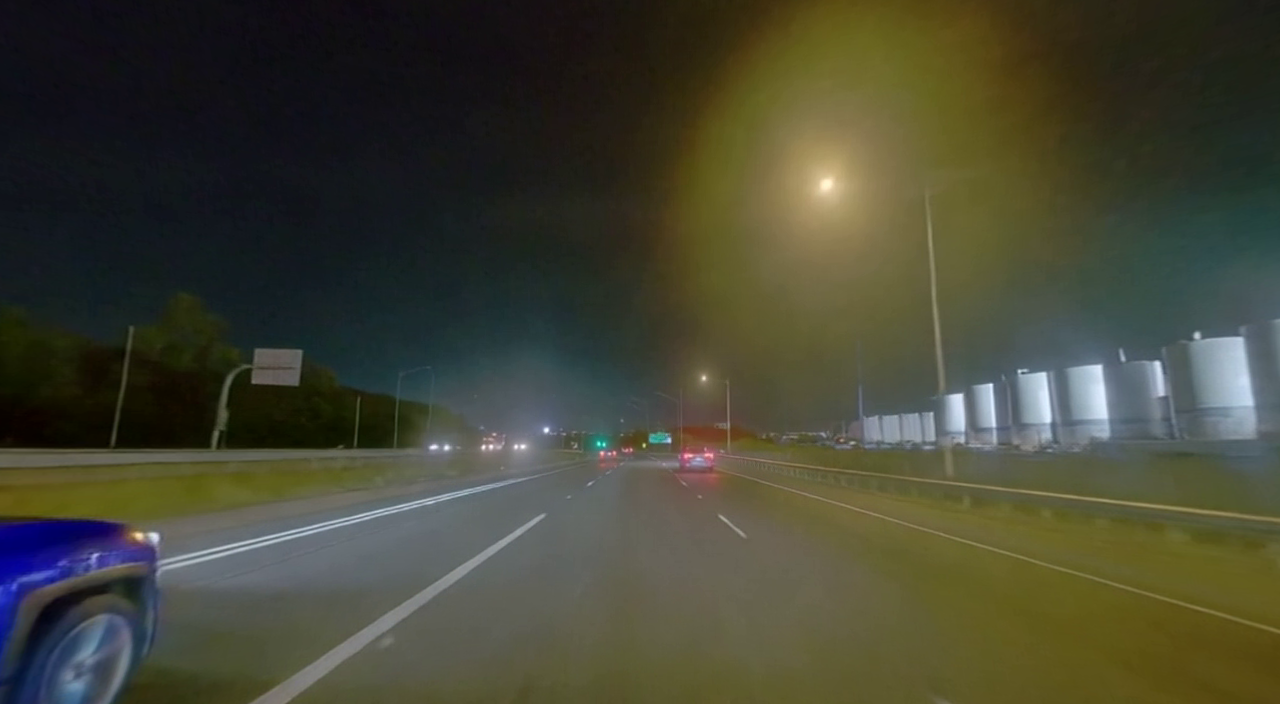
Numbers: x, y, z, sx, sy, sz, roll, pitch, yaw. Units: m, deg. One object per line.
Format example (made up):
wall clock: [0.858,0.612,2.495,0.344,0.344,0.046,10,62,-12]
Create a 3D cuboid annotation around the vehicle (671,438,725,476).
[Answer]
vehicle: [2.931,5.462,33.028,2.296,1.790,5.067,0,-9,-1]
